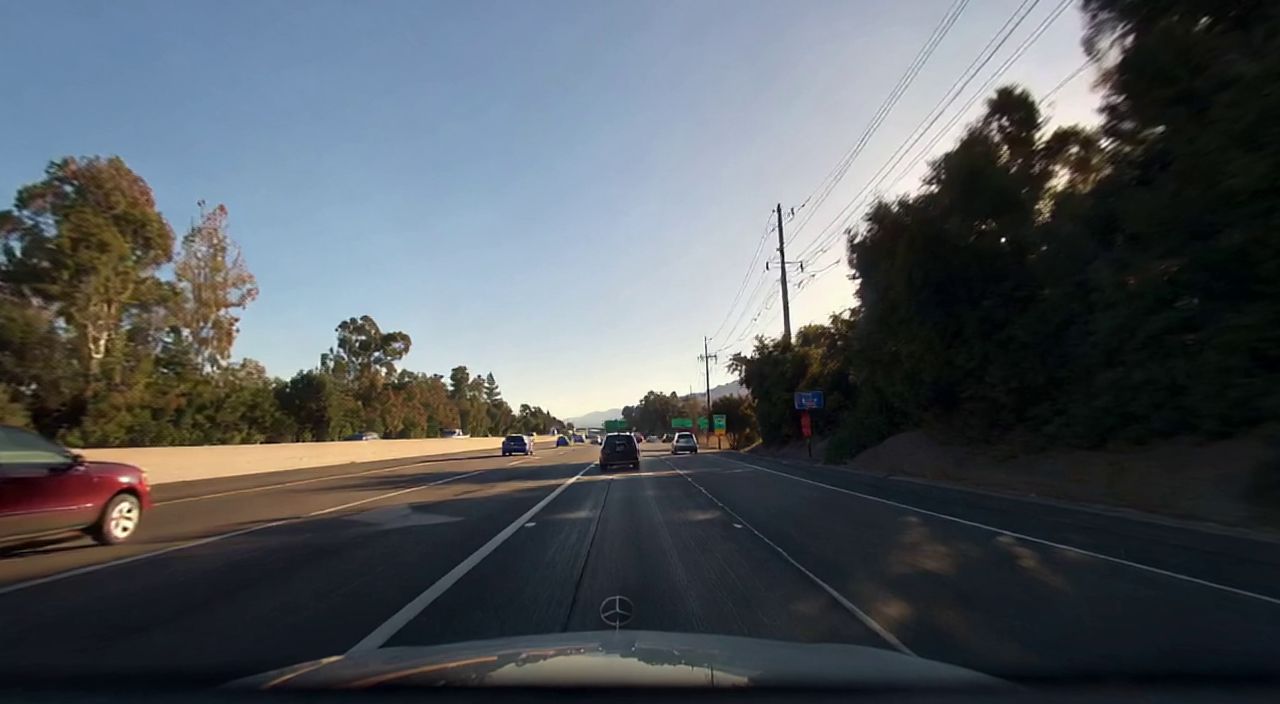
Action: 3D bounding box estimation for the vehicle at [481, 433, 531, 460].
[{"bbox_3d":[-7.723,5.461,36.720,1.992,1.494,4.133,0,-8,0],"label":"vehicle"}]

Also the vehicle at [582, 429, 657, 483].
[{"bbox_3d":[-0.596,3.136,19.409,2.086,1.488,3.440,0,-8,-1],"label":"vehicle"}]

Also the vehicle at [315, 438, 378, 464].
[{"bbox_3d":[-16.620,5.605,35.943,1.740,1.382,3.914,0,-8,0],"label":"vehicle"}]

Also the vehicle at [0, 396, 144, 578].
[{"bbox_3d":[-6.943,1.191,5.375,1.980,1.678,4.255,0,-8,-1],"label":"vehicle"}]

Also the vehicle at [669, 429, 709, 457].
[{"bbox_3d":[3.029,5.735,39.855,1.950,1.695,4.446,0,-8,-2],"label":"vehicle"}]
